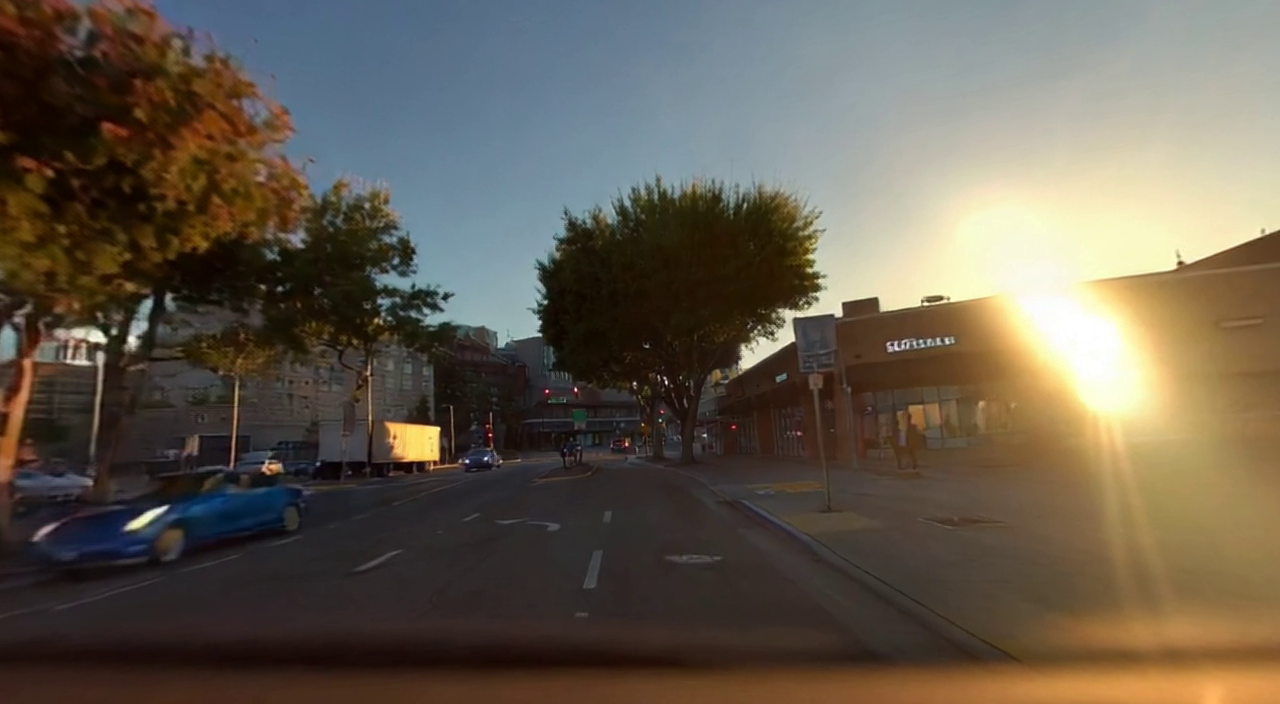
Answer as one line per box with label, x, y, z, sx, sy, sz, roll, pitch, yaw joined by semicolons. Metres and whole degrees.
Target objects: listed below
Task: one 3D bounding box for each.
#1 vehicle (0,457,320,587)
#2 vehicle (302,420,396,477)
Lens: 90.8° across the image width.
vehicle;-7.265;2.517;10.233;1.899;1.517;4.384;0;-8;-1
vehicle;-21.789;7.276;47.693;3.045;3.961;6.104;-3;-9;15
